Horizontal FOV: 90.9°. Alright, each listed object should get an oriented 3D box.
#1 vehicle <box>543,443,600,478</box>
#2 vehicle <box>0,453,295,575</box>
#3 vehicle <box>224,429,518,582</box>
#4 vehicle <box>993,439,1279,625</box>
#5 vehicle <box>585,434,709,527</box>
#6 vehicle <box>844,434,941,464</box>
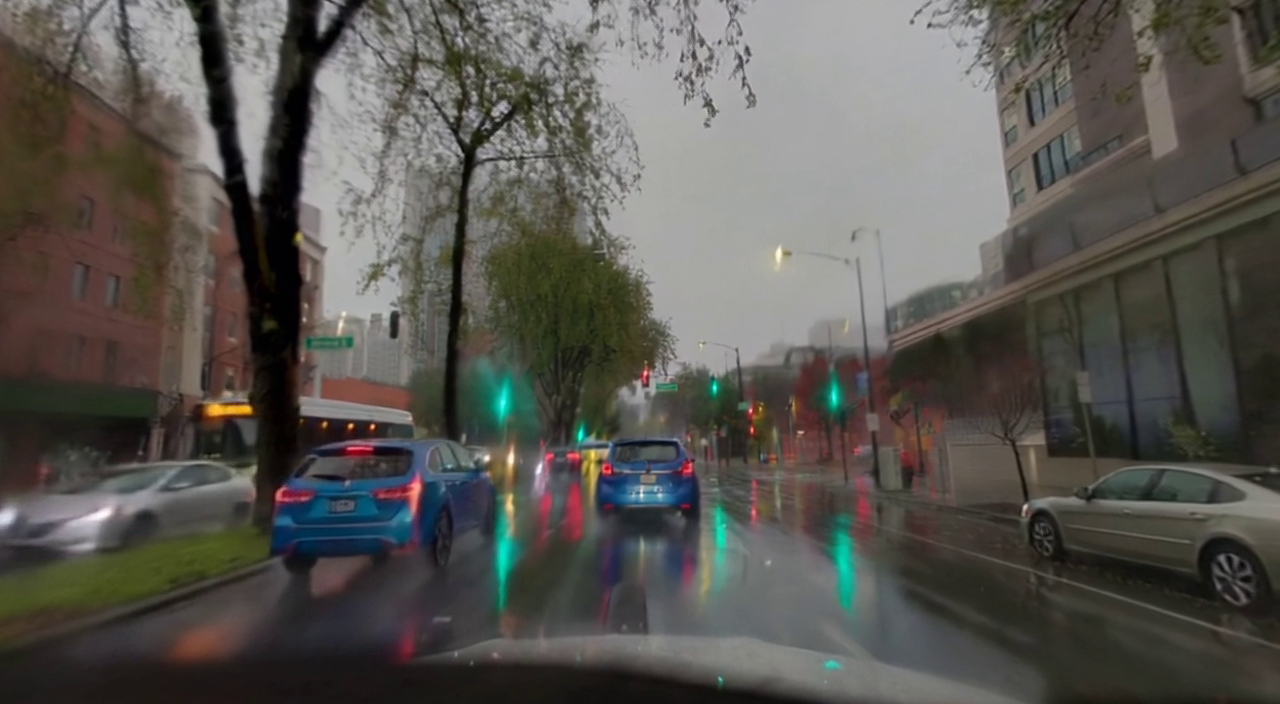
[{"bbox_3d":[-3.037,4.923,28.835,2.131,1.486,4.089,0,-9,0],"label":"vehicle"},{"bbox_3d":[-7.321,2.200,9.362,1.964,1.341,4.149,-1,-9,2],"label":"vehicle"},{"bbox_3d":[-3.115,1.869,8.581,1.970,1.492,4.534,0,-9,0],"label":"vehicle"},{"bbox_3d":[5.994,1.677,6.654,1.873,1.453,4.579,0,-9,0],"label":"vehicle"},{"bbox_3d":[0.083,2.368,12.108,2.022,1.481,3.564,0,-9,-1],"label":"vehicle"},{"bbox_3d":[16.433,6.346,41.261,5.345,1.811,2.175,0,-9,-1],"label":"vehicle"}]
